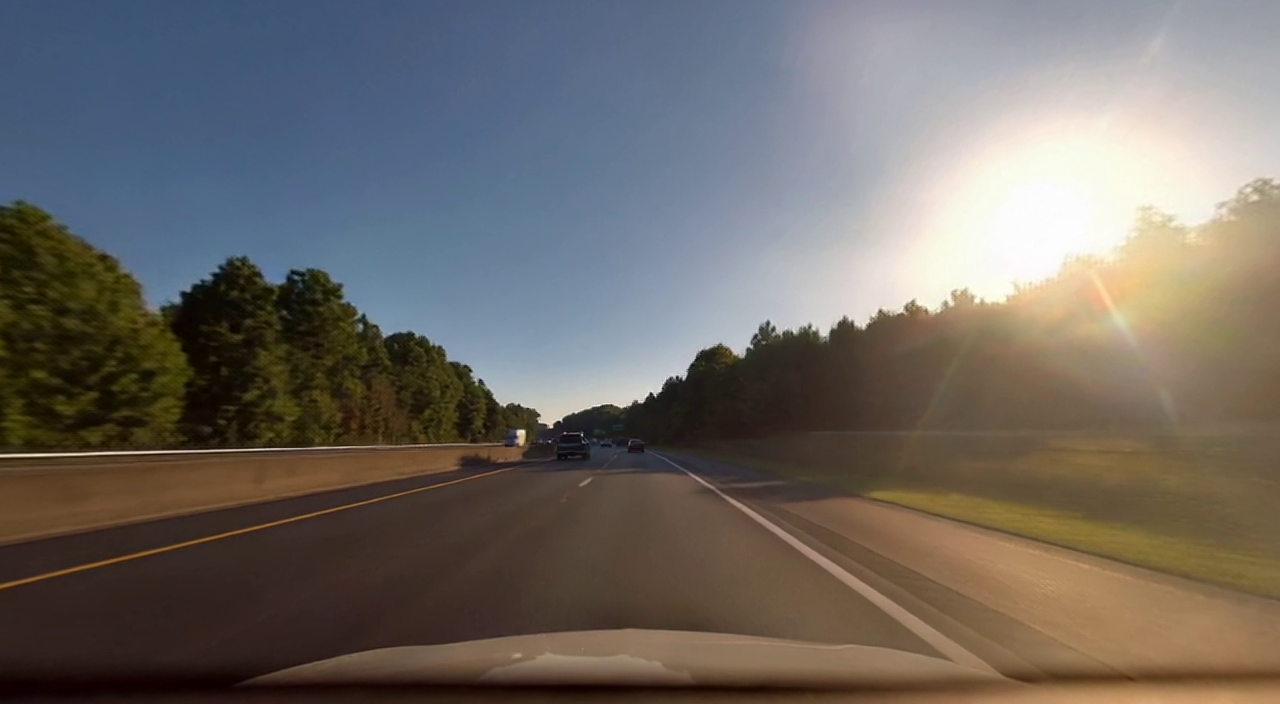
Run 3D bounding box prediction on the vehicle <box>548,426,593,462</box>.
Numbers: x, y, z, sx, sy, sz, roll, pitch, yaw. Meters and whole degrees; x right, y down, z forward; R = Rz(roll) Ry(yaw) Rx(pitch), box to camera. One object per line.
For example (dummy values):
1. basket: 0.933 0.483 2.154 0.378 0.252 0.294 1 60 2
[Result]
1. vehicle: -4.160 5.660 38.602 2.241 2.034 4.890 0 -8 0
